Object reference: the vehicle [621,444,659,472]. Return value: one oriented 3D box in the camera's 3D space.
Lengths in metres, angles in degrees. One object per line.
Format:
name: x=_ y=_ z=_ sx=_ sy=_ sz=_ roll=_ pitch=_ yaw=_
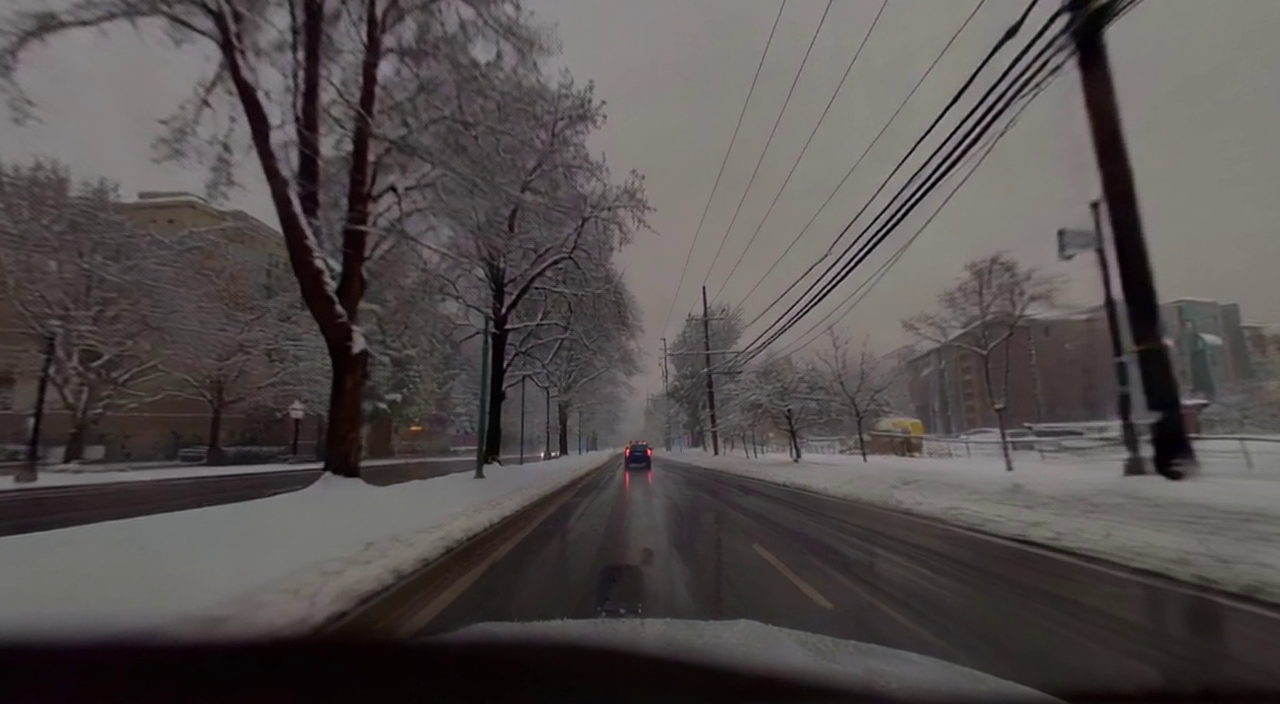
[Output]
vehicle: x=-0.037 y=6.119 z=36.718 sx=2.109 sy=1.501 sz=4.042 roll=1 pitch=-9 yaw=-1
